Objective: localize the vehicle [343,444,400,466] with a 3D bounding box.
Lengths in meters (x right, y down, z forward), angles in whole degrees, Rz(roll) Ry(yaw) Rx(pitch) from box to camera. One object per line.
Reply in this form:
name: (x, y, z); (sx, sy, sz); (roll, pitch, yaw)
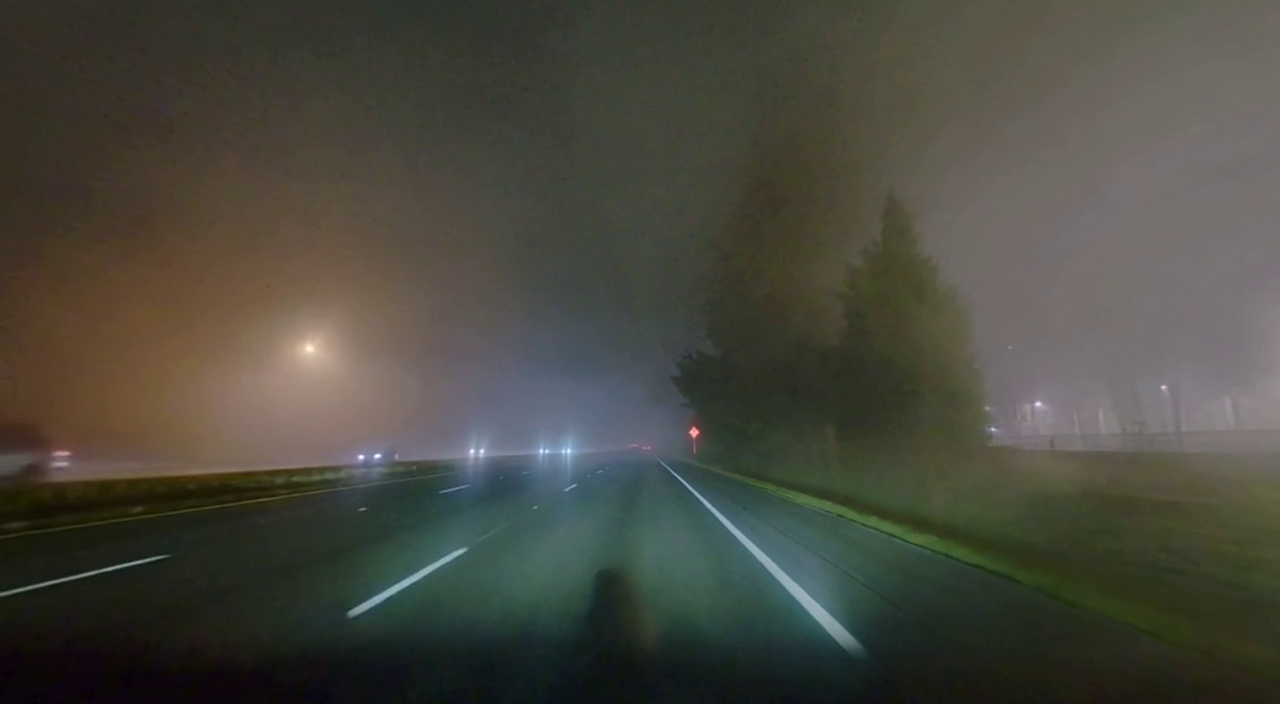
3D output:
vehicle: (-19.298, 7.426, 45.477); (1.982, 1.495, 4.441); (0, -9, 2)
